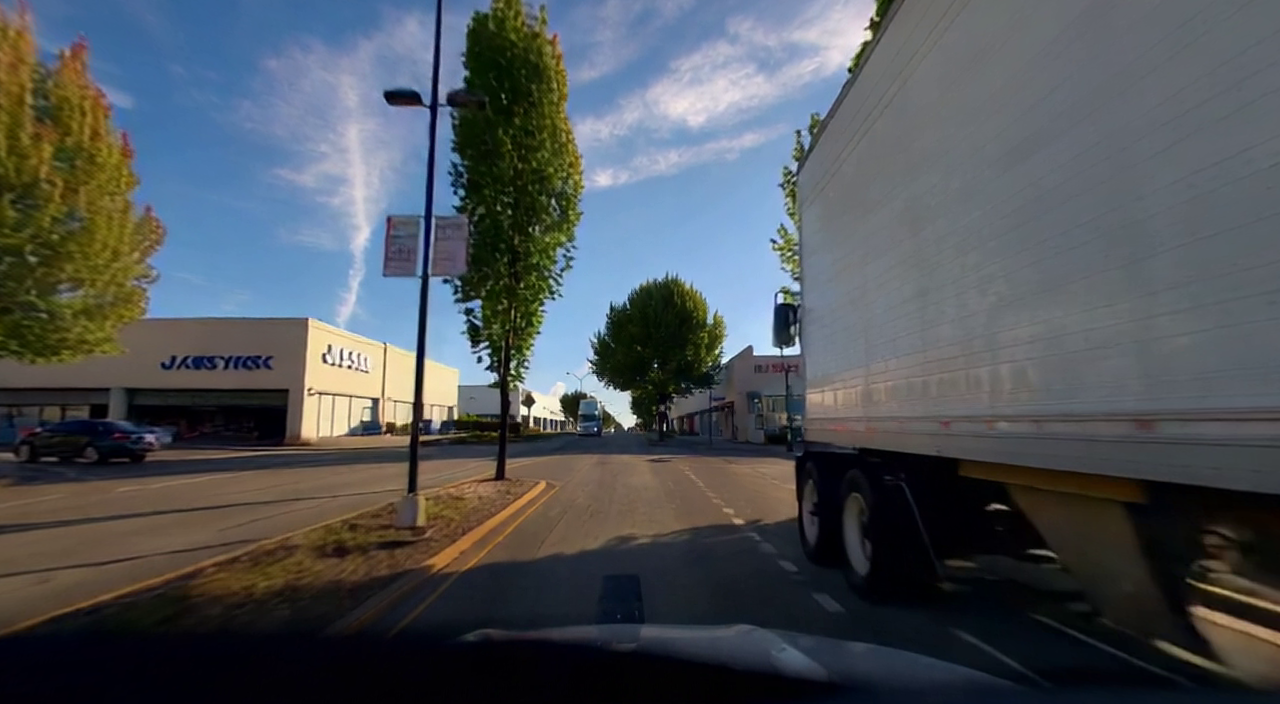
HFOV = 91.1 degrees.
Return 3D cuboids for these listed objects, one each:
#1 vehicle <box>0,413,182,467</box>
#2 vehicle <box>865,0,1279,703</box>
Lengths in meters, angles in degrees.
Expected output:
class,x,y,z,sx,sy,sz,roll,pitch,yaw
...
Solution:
class,x,y,z,sx,sy,sz,roll,pitch,yaw
vehicle,-16.985,2.702,19.393,4.248,1.511,1.881,-1,-7,2
vehicle,3.049,-0.550,1.103,3.000,3.950,5.876,1,-7,-1
